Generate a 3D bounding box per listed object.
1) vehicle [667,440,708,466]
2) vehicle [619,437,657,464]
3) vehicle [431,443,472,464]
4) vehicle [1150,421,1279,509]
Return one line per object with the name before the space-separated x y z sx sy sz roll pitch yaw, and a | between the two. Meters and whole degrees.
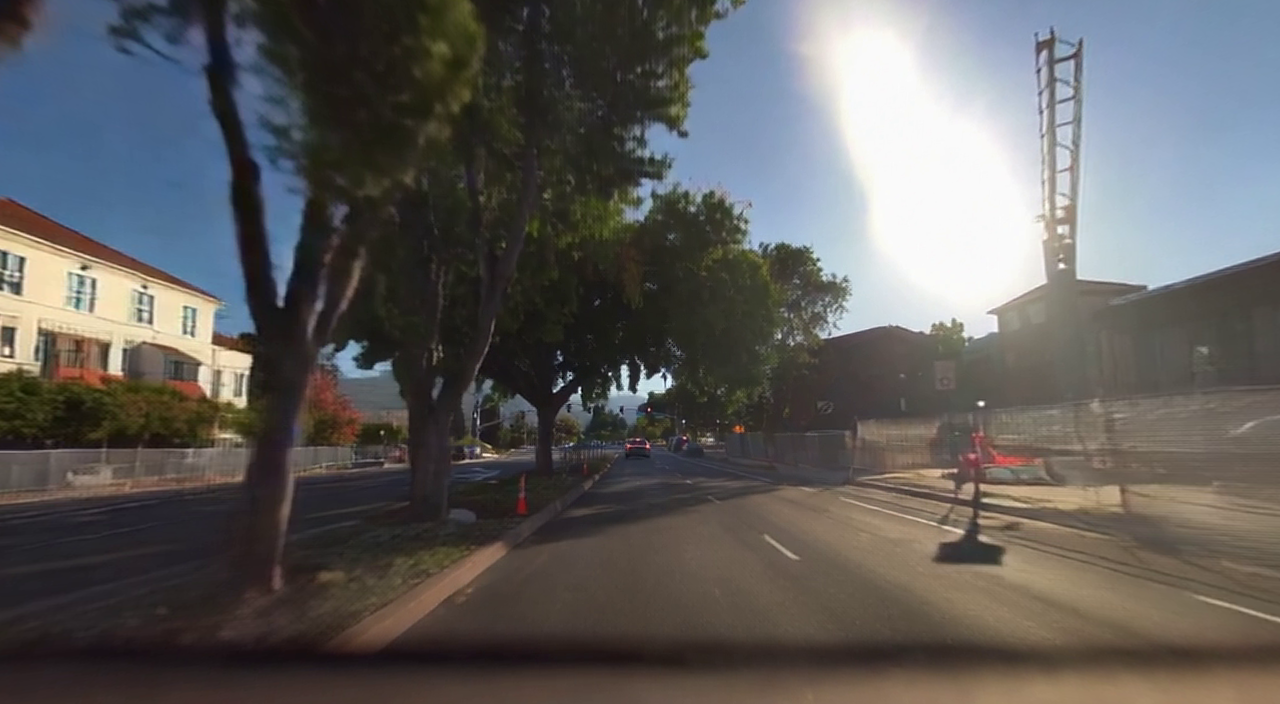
vehicle | 2.925 6.090 38.106 1.974 1.490 4.231 -2 -9 11
vehicle | -0.078 6.590 42.132 2.000 1.671 4.276 -1 -8 7
vehicle | -14.818 8.007 49.757 1.868 1.528 4.317 0 -8 0
vehicle | 12.252 1.986 11.221 1.948 1.466 4.520 -1 -7 -15
